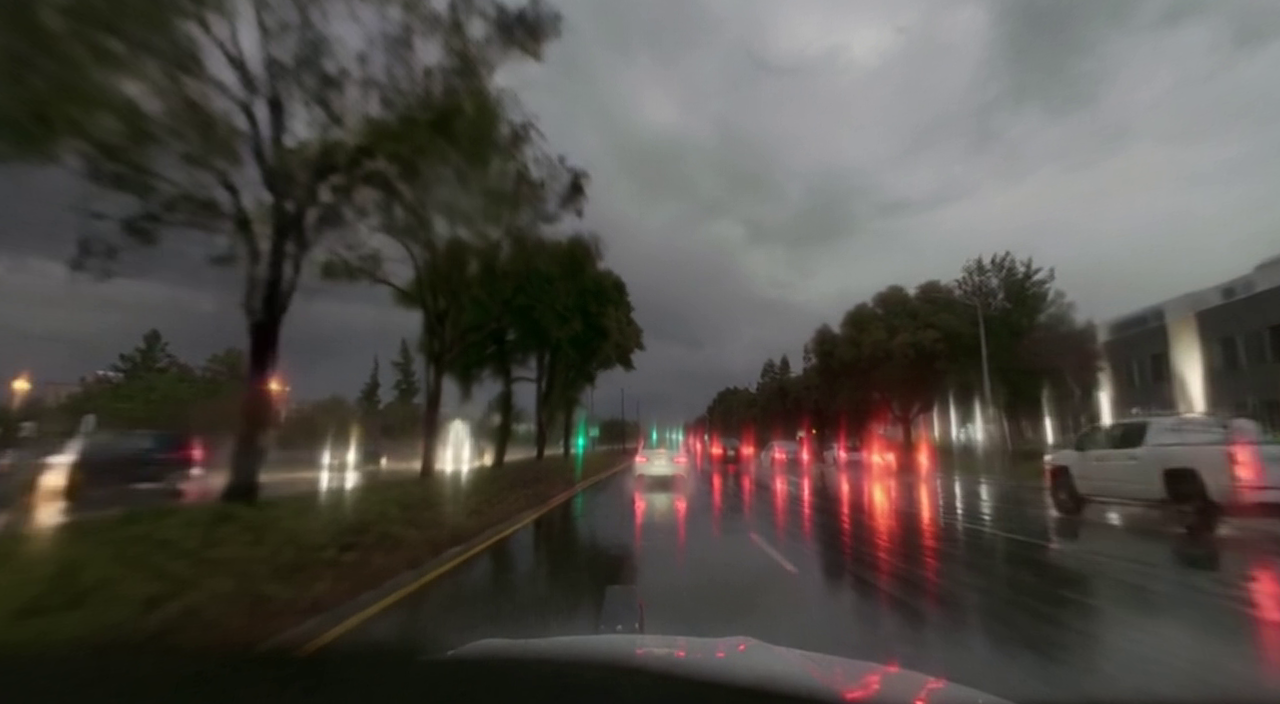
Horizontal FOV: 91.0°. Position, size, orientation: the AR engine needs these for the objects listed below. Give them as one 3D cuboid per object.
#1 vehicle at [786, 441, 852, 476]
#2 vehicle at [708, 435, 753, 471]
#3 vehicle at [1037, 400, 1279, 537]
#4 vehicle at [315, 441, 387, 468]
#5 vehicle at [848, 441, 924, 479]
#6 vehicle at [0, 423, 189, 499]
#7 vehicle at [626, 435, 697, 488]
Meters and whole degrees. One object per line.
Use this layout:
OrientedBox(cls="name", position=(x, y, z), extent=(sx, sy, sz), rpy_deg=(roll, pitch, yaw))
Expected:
OrientedBox(cls="vehicle", position=(8.279, 4.959, 29.596), extent=(1.928, 1.488, 4.361), rpy_deg=(0, -8, 2))
OrientedBox(cls="vehicle", position=(4.859, 5.499, 34.379), extent=(1.976, 1.796, 4.159), rpy_deg=(0, -8, 2))
OrientedBox(cls="vehicle", position=(11.085, 2.148, 12.069), extent=(2.493, 2.084, 6.892), rpy_deg=(0, -8, 1))
OrientedBox(cls="vehicle", position=(-16.747, 5.944, 36.776), extent=(1.874, 1.441, 4.625), rpy_deg=(0, -8, 2))
OrientedBox(cls="vehicle", position=(12.417, 5.466, 32.168), extent=(2.106, 1.719, 4.830), rpy_deg=(0, -9, 2))
OrientedBox(cls="vehicle", position=(-12.805, 2.474, 14.596), extent=(1.785, 1.503, 3.885), rpy_deg=(0, -8, 0))
OrientedBox(cls="vehicle", position=(0.718, 3.676, 21.435), extent=(2.145, 1.603, 4.369), rpy_deg=(0, -8, 2))
